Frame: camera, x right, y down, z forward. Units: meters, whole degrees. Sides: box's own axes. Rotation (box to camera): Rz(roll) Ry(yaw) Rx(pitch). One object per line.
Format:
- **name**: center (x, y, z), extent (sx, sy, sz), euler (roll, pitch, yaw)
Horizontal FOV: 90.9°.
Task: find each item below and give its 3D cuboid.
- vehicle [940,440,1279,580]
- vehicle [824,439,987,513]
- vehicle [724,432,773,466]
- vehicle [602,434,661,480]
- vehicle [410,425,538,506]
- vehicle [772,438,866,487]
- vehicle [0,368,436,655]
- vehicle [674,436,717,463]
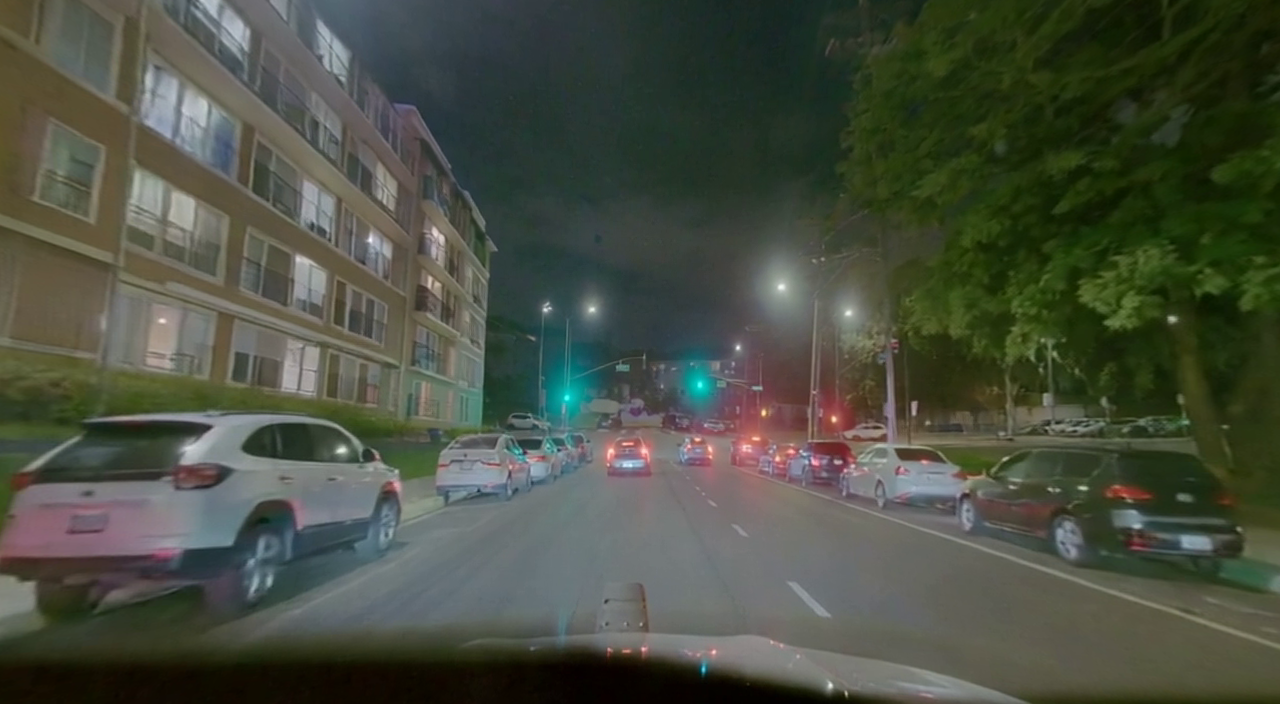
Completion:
- **vehicle**: center (6.157, 2.010, 8.884), extent (1.814, 1.490, 4.109), euler (0, -9, 0)
- **vehicle**: center (6.174, 2.911, 15.389), extent (1.980, 1.518, 4.526), euler (0, -8, 0)
- **vehicle**: center (6.029, 5.441, 35.516), extent (1.999, 1.752, 4.502), euler (0, -8, 0)
- **vehicle**: center (-0.291, 3.718, 22.558), extent (1.923, 1.460, 3.923), euler (0, -8, -1)
- **vehicle**: center (-3.710, 2.604, 14.819), extent (1.831, 1.650, 3.852), euler (0, -8, 2)
- **vehicle**: center (6.045, 3.775, 21.831), extent (1.938, 1.487, 4.371), euler (0, -8, 0)
- **vehicle**: center (-3.668, 1.291, 6.079), extent (1.975, 1.759, 4.250), euler (0, -8, 0)
- **vehicle**: center (3.119, 5.601, 36.268), extent (2.055, 1.450, 4.676), euler (0, -8, 0)
